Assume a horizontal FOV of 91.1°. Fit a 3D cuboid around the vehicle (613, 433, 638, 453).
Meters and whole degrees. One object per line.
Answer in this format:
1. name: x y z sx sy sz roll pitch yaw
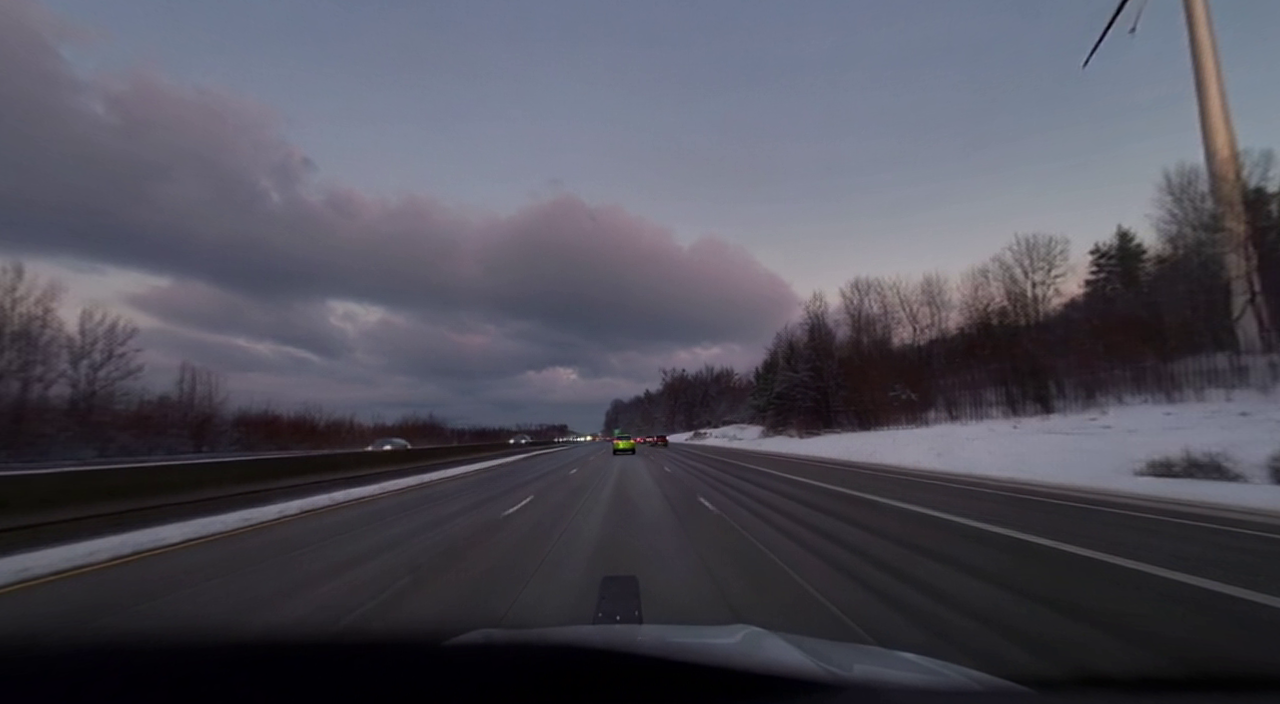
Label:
1. vehicle: -1.173 7.126 49.515 1.892 1.496 3.575 0 -8 -2
